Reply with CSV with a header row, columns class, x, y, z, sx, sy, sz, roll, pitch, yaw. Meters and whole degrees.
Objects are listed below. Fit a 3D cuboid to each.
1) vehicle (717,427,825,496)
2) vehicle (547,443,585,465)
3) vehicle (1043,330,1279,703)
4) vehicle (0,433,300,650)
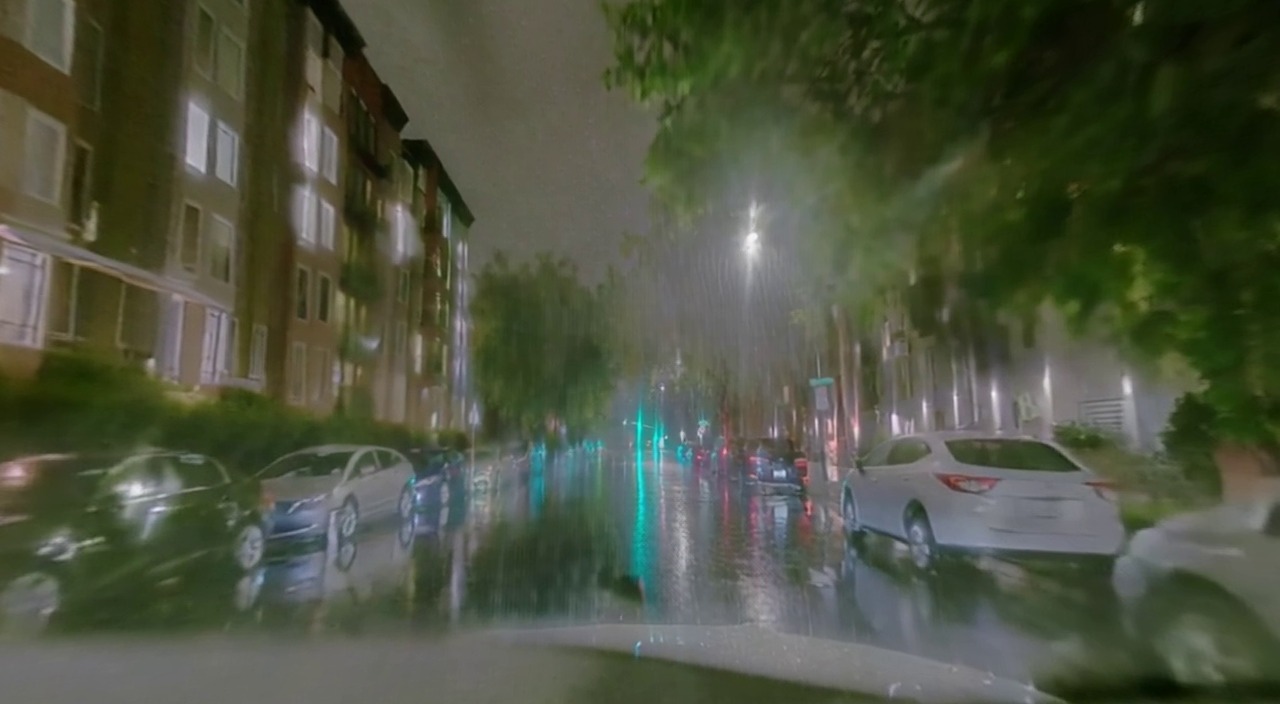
class,x,y,z,sx,sy,sz,roll,pitch,yaw
vehicle,3.759,3.256,19.177,2.082,1.809,4.998,0,-8,-1
vehicle,-5.089,7.113,44.159,2.080,1.458,4.511,0,-8,1
vehicle,3.654,0.716,1.602,2.093,1.801,4.788,2,-8,0
vehicle,-5.206,1.490,5.651,1.772,1.466,4.342,0,-8,2
